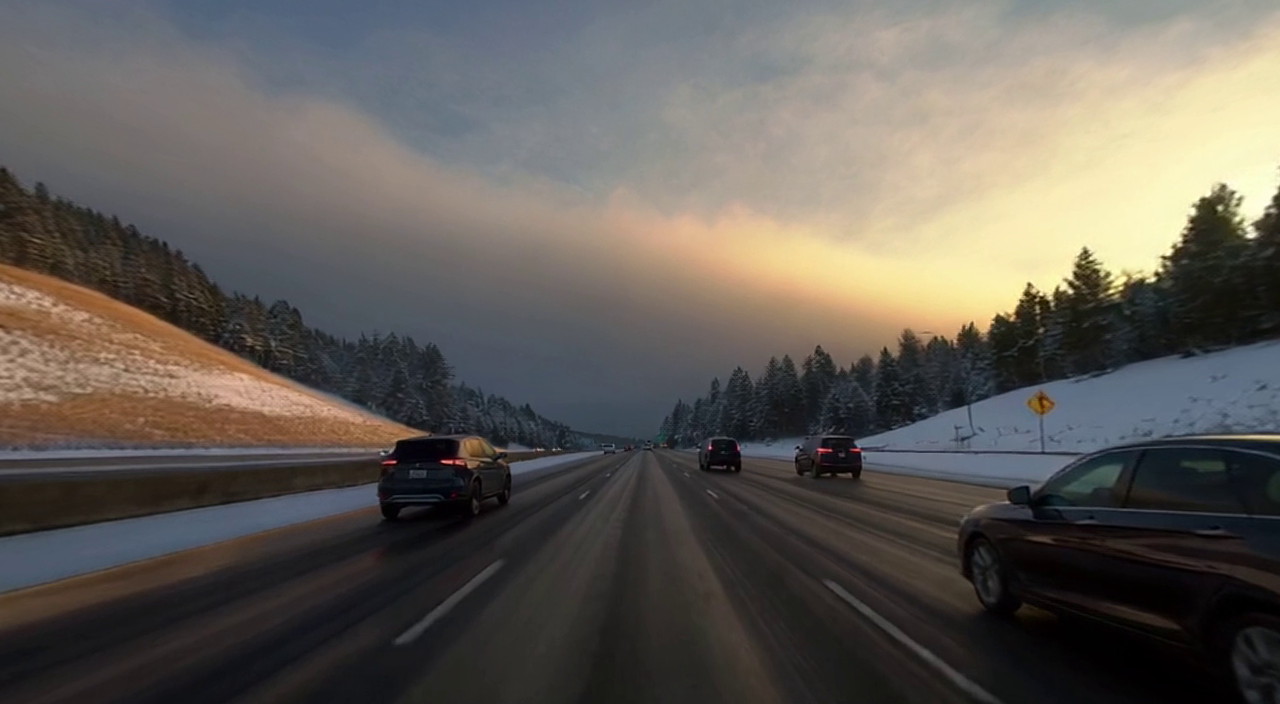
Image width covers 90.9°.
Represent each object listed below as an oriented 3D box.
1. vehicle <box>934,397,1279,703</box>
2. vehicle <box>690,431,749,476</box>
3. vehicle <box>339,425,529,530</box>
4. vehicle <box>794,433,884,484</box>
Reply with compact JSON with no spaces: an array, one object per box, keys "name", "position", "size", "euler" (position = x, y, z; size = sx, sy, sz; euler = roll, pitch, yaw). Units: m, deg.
[{"name":"vehicle","position":[3.443,1.020,3.111],"size":[1.941,1.481,4.300],"euler":[0,-8,1]},{"name":"vehicle","position":[3.615,4.741,29.707],"size":[2.121,1.925,5.056],"euler":[0,-8,0]},{"name":"vehicle","position":[-3.721,2.352,12.422],"size":[2.166,1.672,4.388],"euler":[-1,-8,1]},{"name":"vehicle","position":[7.413,4.003,24.005],"size":[1.998,1.717,4.338],"euler":[0,-8,0]}]
